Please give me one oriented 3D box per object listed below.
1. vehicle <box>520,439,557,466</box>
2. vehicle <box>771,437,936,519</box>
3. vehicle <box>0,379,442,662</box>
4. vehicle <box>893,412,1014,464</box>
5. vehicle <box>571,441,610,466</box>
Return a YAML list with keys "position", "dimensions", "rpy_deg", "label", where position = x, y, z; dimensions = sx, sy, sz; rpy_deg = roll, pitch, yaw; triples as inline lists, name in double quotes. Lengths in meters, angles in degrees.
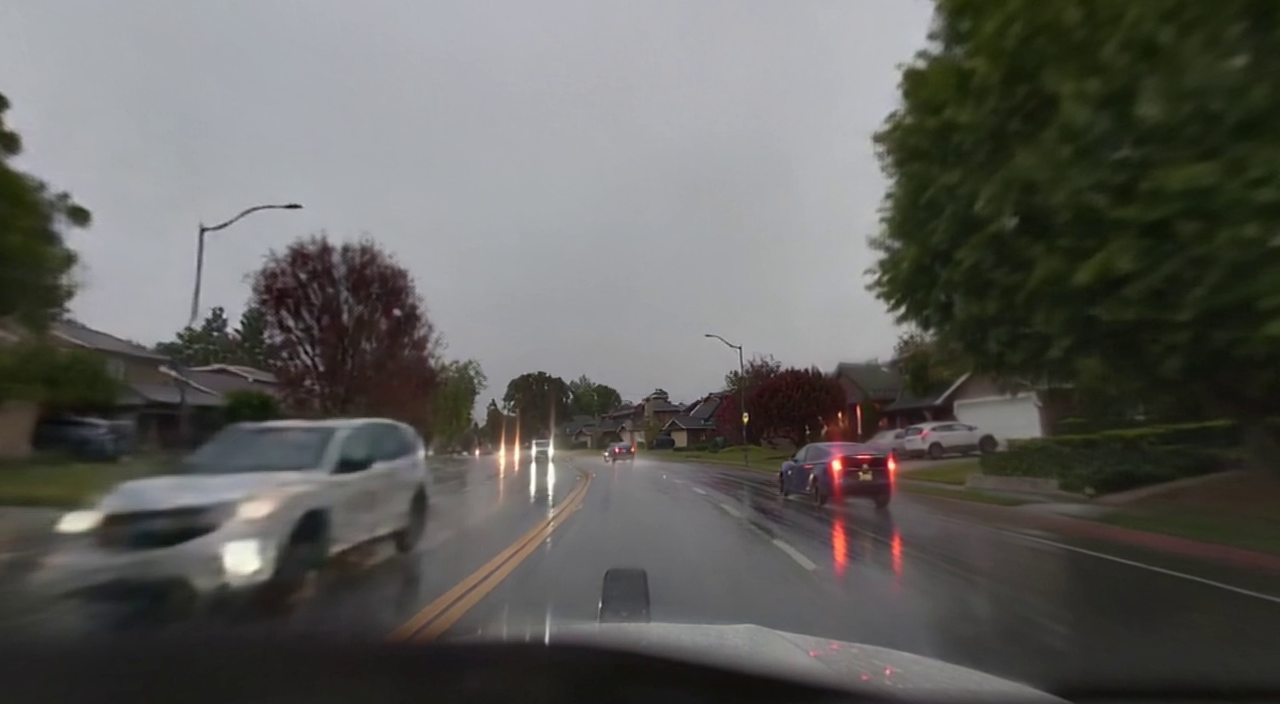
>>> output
- position: [-7.432, 7.281, 45.737]
  dimensions: [2.316, 1.845, 4.805]
  rpy_deg: [2, -9, -13]
  label: "vehicle"
- position: [4.412, 2.646, 13.836]
  dimensions: [1.934, 1.506, 4.282]
  rpy_deg: [0, -8, -3]
  label: "vehicle"
- position: [-3.618, 1.334, 6.035]
  dimensions: [2.081, 1.721, 4.228]
  rpy_deg: [0, -8, 0]
  label: "vehicle"
- position: [14.982, 4.069, 30.264]
  dimensions: [4.455, 1.795, 2.331]
  rpy_deg: [-7, -5, -8]
  label: "vehicle"
- position: [-3.623, 7.216, 45.129]
  dimensions: [2.106, 1.667, 4.367]
  rpy_deg: [2, -9, -14]
  label: "vehicle"
